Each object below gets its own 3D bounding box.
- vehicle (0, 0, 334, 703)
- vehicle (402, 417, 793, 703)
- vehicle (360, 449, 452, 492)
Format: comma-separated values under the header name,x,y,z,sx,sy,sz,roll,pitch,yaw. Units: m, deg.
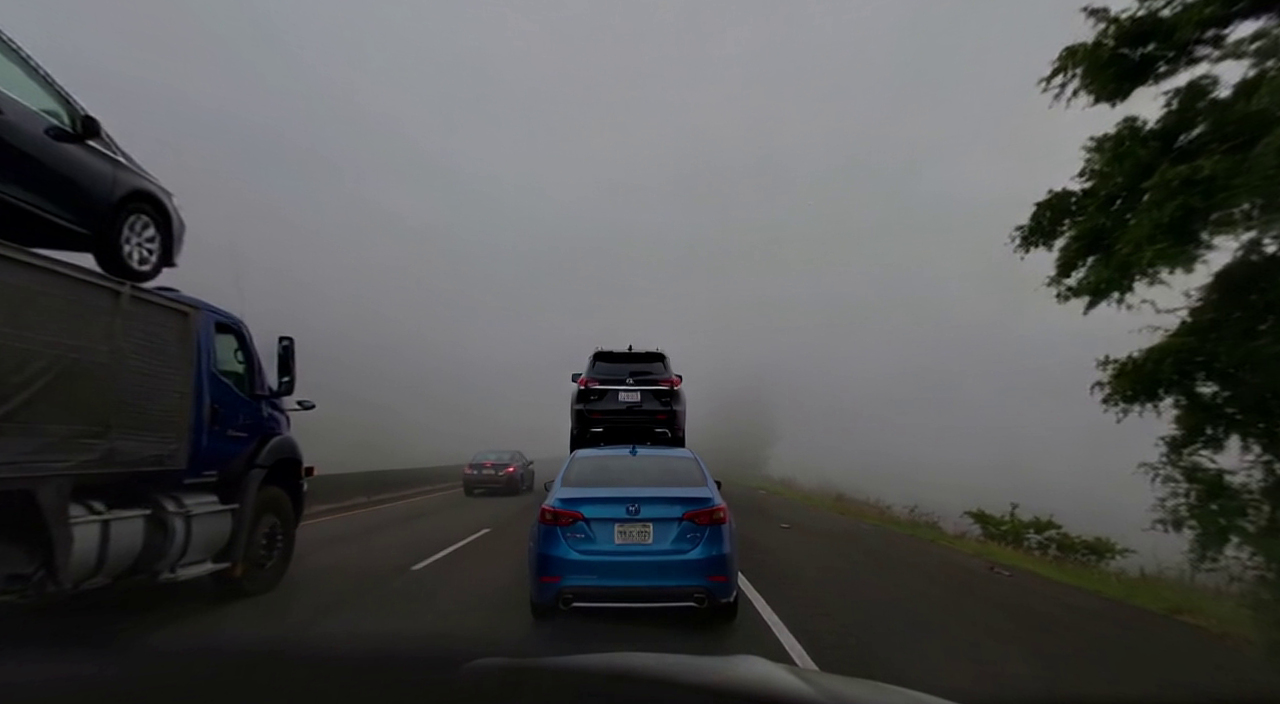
name,x,y,z,sx,sy,sz,roll,pitch,yaw
vehicle,-4.527,0.022,3.154,2.963,3.836,6.016,0,-9,-2
vehicle,-0.262,1.363,4.998,1.991,1.507,3.391,0,-9,-2
vehicle,-8.780,4.451,24.117,1.834,1.469,4.362,0,-9,0
